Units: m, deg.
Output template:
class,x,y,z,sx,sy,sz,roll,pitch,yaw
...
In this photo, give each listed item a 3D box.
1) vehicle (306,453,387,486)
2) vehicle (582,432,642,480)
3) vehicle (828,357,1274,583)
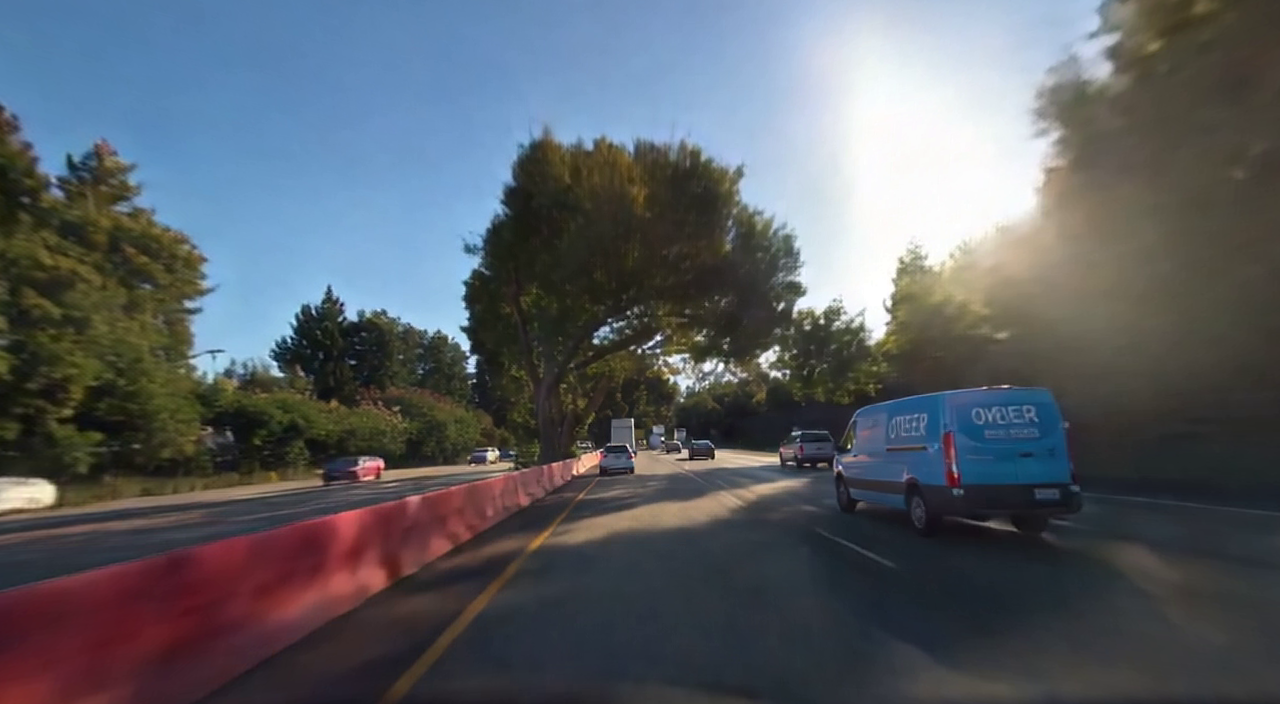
class,x,y,z,sx,sy,sz,roll,pitch,yaw
vehicle,-15.658,6.272,33.889,1.990,1.502,4.966,0,-8,0
vehicle,-1.039,3.906,23.931,2.100,1.636,3.620,0,-8,-2
vehicle,4.484,1.408,8.290,2.223,2.008,5.121,0,-8,-3
